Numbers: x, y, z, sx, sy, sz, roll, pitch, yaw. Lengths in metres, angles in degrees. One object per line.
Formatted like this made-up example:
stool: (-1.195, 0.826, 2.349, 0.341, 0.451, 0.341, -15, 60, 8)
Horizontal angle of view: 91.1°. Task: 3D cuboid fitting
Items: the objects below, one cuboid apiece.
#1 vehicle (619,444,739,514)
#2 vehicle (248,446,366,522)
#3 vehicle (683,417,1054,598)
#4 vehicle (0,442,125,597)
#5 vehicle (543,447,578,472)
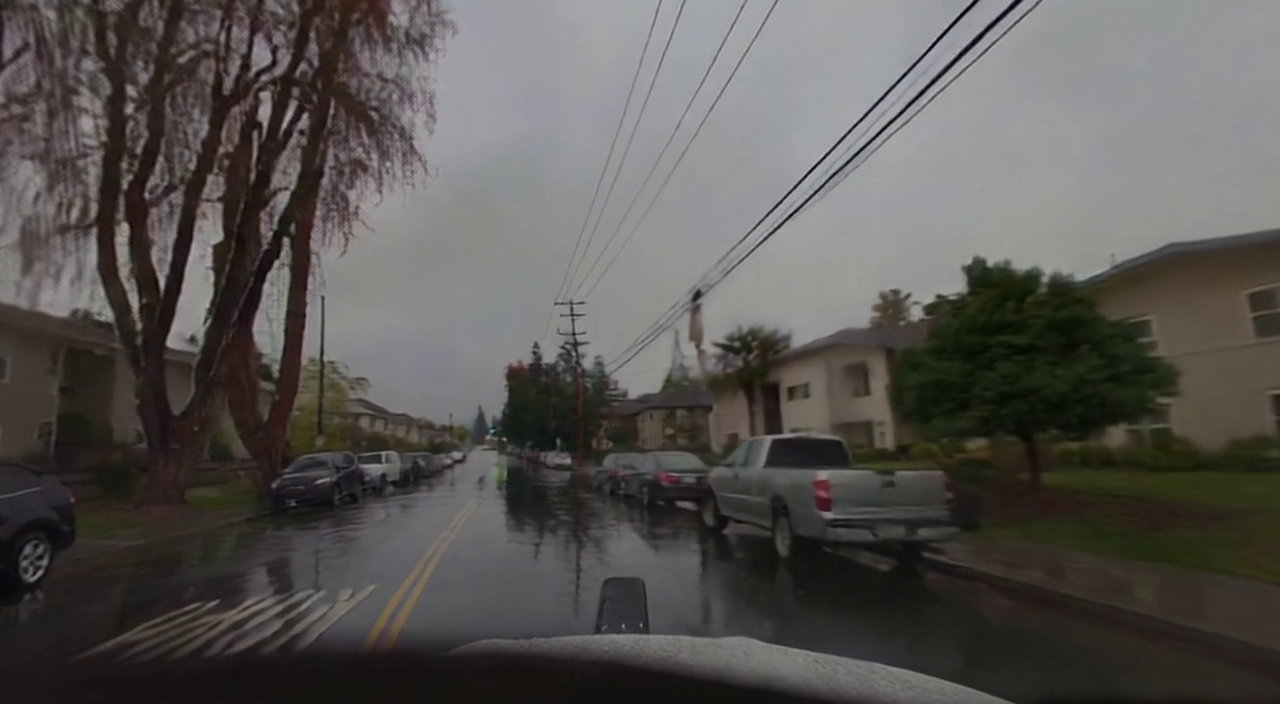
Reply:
vehicle: (0.802, 3.154, 16.240, 1.868, 1.494, 4.652, 1, -9, -12)
vehicle: (-10.337, 4.038, 19.959, 2.056, 1.876, 4.824, -1, -7, -12)
vehicle: (2.397, 1.828, 8.511, 2.272, 1.626, 5.170, 2, -9, -12)
vehicle: (-8.800, 2.075, 7.617, 2.037, 1.851, 4.569, 0, -11, -13)
vehicle: (-6.145, 8.276, 48.285, 2.328, 1.730, 4.225, 1, -11, -12)
